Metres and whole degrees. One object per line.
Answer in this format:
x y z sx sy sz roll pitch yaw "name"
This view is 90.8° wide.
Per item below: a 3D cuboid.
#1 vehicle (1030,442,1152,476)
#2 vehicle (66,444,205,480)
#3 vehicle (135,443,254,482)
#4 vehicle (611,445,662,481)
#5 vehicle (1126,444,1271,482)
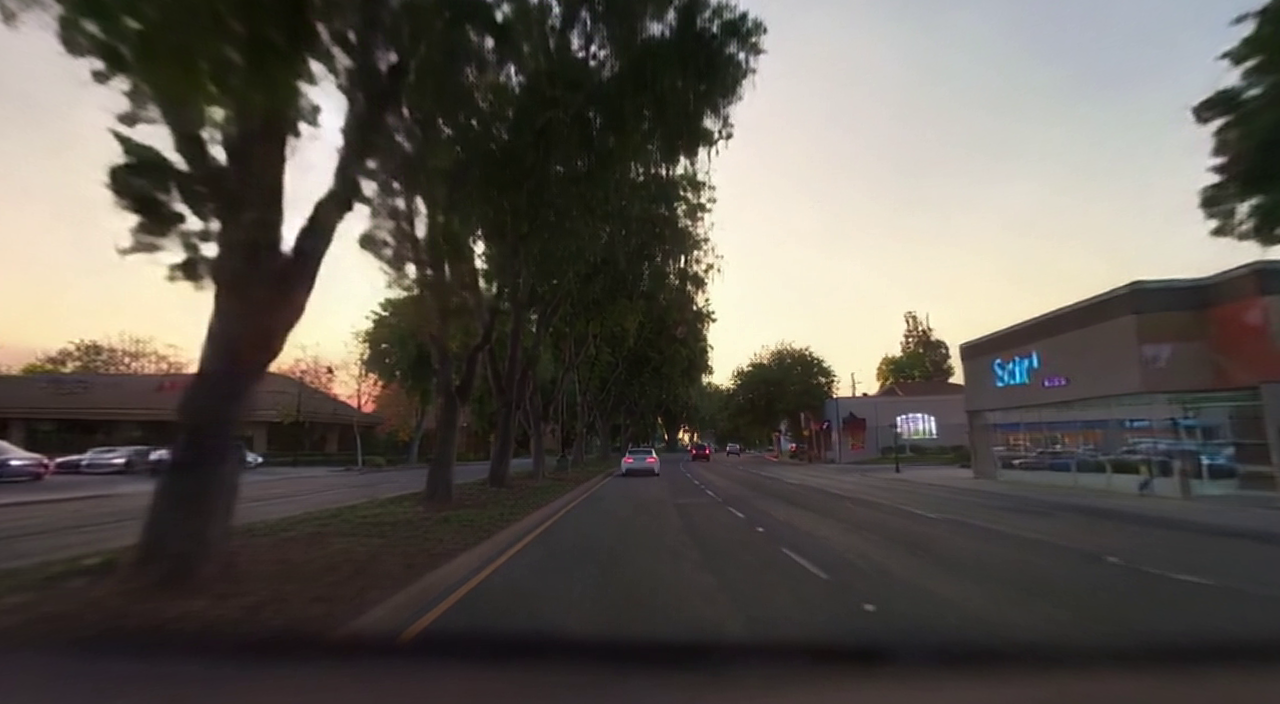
21.170 5.005 29.783 4.197 1.505 1.915 0 -8 1 "vehicle"
-31.678 6.889 40.003 2.154 2.021 6.409 -5 -10 28 "vehicle"
-24.375 6.017 34.717 5.104 1.947 2.106 6 -11 -36 "vehicle"
-0.077 4.893 28.070 2.095 1.456 3.873 -1 -9 2 "vehicle"
21.285 4.248 24.202 3.811 1.355 1.823 0 -9 -1 "vehicle"
